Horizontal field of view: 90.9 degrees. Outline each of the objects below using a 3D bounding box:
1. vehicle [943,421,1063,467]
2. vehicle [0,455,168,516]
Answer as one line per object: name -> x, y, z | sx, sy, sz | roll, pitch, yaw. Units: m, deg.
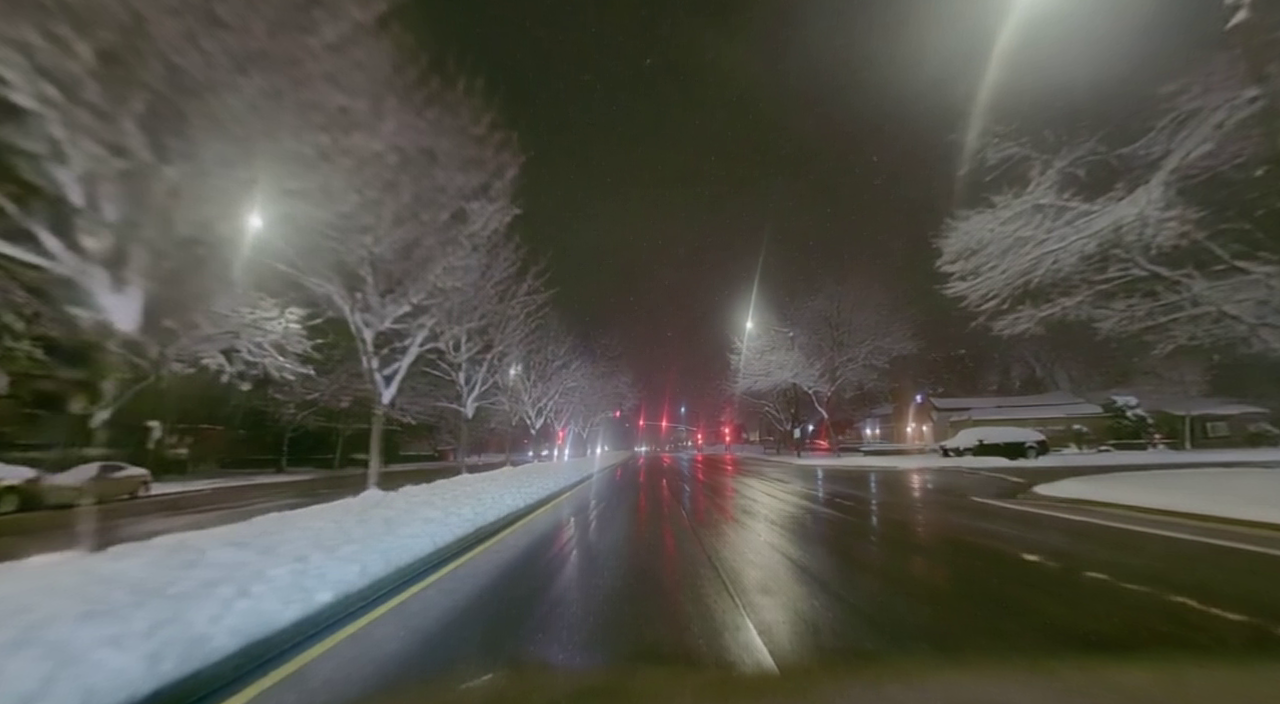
vehicle -> 21.810, 5.565, 38.153 | 5.506, 2.643, 2.681 | 0, -8, 3
vehicle -> -18.193, 4.344, 20.910 | 1.808, 1.488, 4.202 | -2, -6, 1
